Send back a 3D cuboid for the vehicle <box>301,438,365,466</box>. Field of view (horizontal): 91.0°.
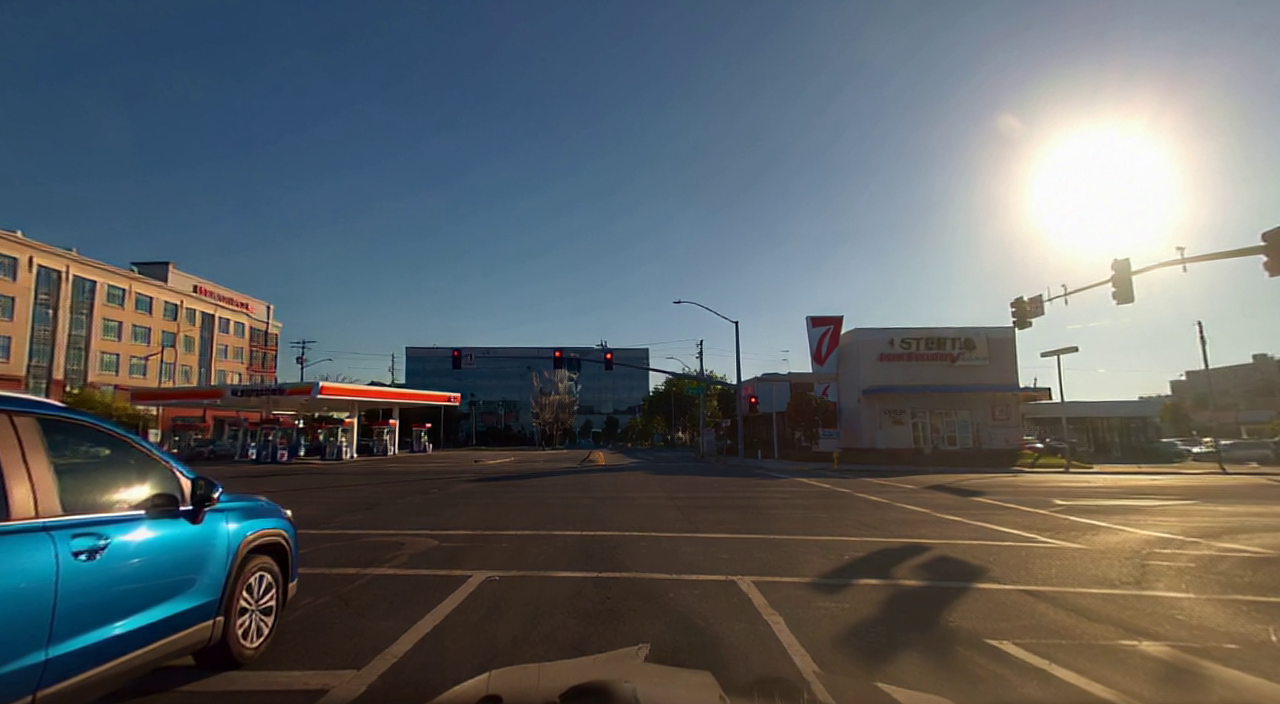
[{"bbox_3d":[-20.451,6.683,42.175,2.004,1.699,4.486,0,-9,1],"label":"vehicle"}]

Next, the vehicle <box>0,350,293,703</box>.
[{"bbox_3d":[-3.424,0.799,2.041,2.053,1.690,4.364,0,-9,0],"label":"vehicle"}]
